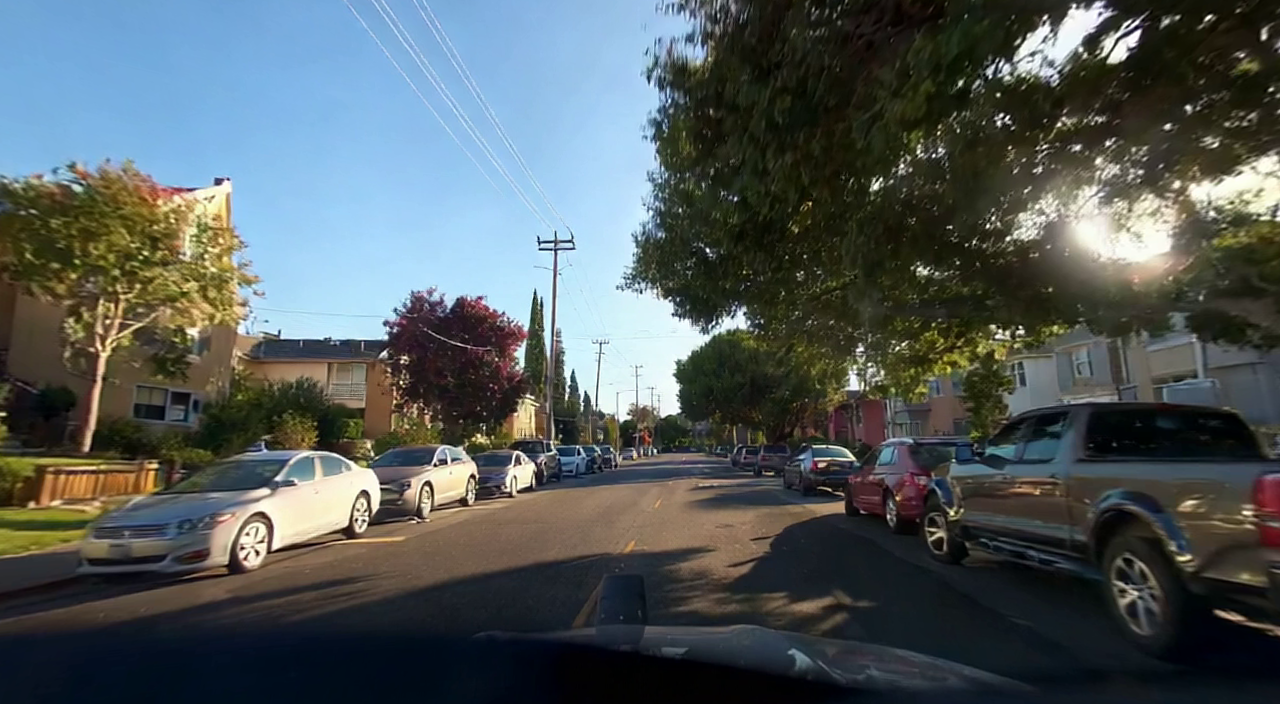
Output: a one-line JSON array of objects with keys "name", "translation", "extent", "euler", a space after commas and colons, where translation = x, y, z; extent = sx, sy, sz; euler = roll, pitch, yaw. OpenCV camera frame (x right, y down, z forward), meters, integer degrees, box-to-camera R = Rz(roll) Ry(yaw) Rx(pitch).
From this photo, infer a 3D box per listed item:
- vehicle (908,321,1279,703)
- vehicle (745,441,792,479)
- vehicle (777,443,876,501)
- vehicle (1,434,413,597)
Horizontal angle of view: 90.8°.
[{"name": "vehicle", "translation": [4.722, 1.284, 5.758], "extent": [2.407, 2.088, 5.951], "euler": [-1, -9, 5]}, {"name": "vehicle", "translation": [6.499, 5.476, 32.338], "extent": [1.936, 1.756, 4.127], "euler": [-1, -9, 6]}, {"name": "vehicle", "translation": [5.681, 3.669, 19.890], "extent": [1.910, 1.567, 4.856], "euler": [0, -9, 4]}, {"name": "vehicle", "translation": [-4.978, 1.861, 8.425], "extent": [1.950, 1.494, 4.816], "euler": [0, -7, 2]}]
